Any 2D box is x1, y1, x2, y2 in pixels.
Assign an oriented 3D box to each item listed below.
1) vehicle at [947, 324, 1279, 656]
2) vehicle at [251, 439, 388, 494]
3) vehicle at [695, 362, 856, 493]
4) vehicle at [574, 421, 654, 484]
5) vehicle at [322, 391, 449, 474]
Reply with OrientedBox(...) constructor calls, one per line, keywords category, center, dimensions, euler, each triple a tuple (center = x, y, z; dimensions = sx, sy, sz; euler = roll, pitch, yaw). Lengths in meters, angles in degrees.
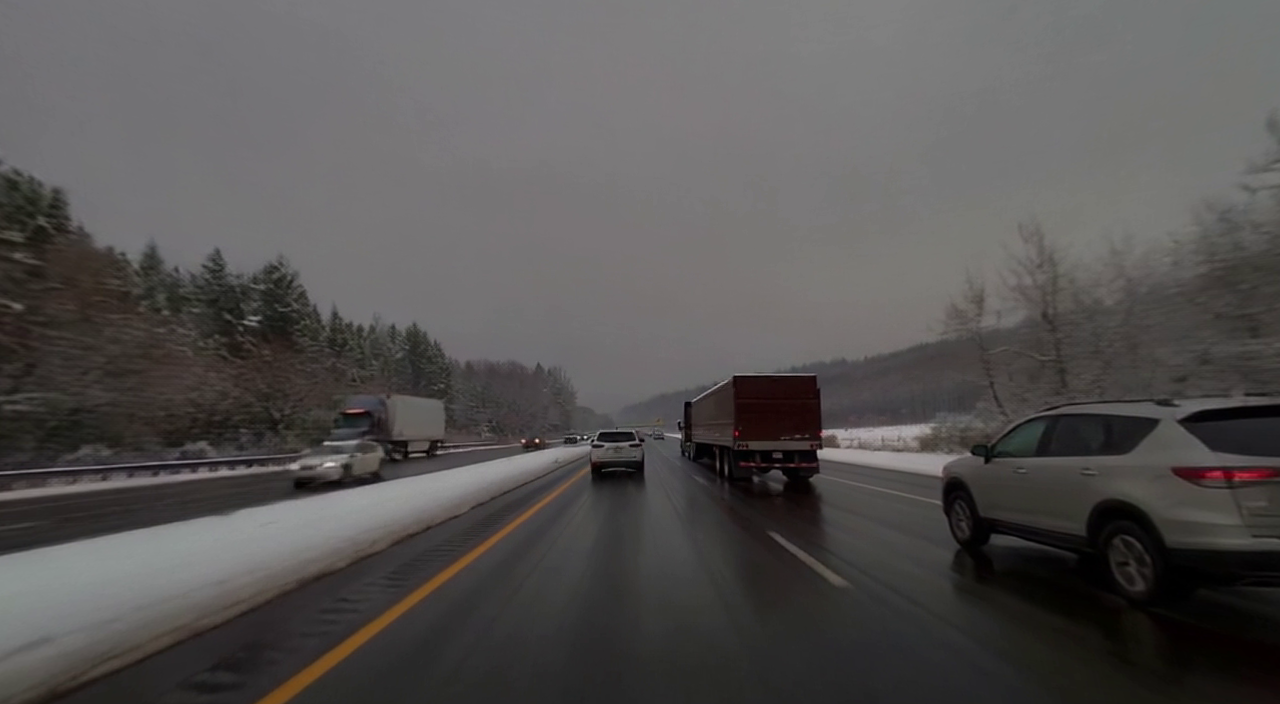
OrientedBox(category="vehicle", center=(4.670, 1.028, 5.405), dimensions=(2.011, 1.905, 3.905), euler=(0, -8, -1))
OrientedBox(category="vehicle", center=(-9.878, 3.515, 19.922), dimensions=(1.848, 1.489, 4.624), euler=(0, -8, 1))
OrientedBox(category="vehicle", center=(3.503, 2.281, 18.837), dimensions=(2.723, 3.027, 8.478), euler=(0, -7, -1))
OrientedBox(category="vehicle", center=(-0.685, 2.889, 18.473), dimensions=(2.082, 1.638, 4.055), euler=(0, -7, 0))
OrientedBox(category="vehicle", center=(-13.771, 4.506, 35.405), dimensions=(2.904, 3.961, 10.187), euler=(0, -8, 0))
